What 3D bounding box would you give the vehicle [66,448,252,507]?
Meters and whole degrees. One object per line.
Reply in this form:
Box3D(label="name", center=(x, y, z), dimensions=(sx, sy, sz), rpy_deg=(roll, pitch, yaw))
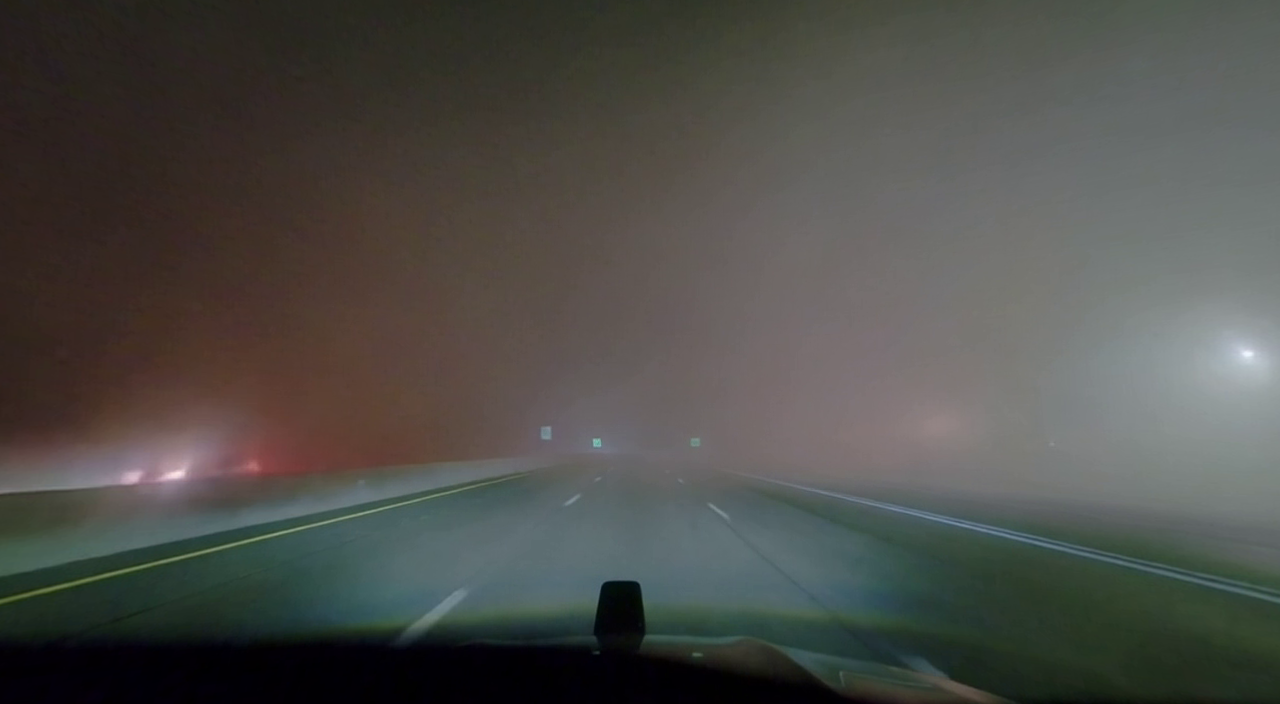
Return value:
Box3D(label="vehicle", center=(-15.345, 4.000, 20.612), dimensions=(2.014, 1.655, 5.178), rpy_deg=(0, -9, -1))
